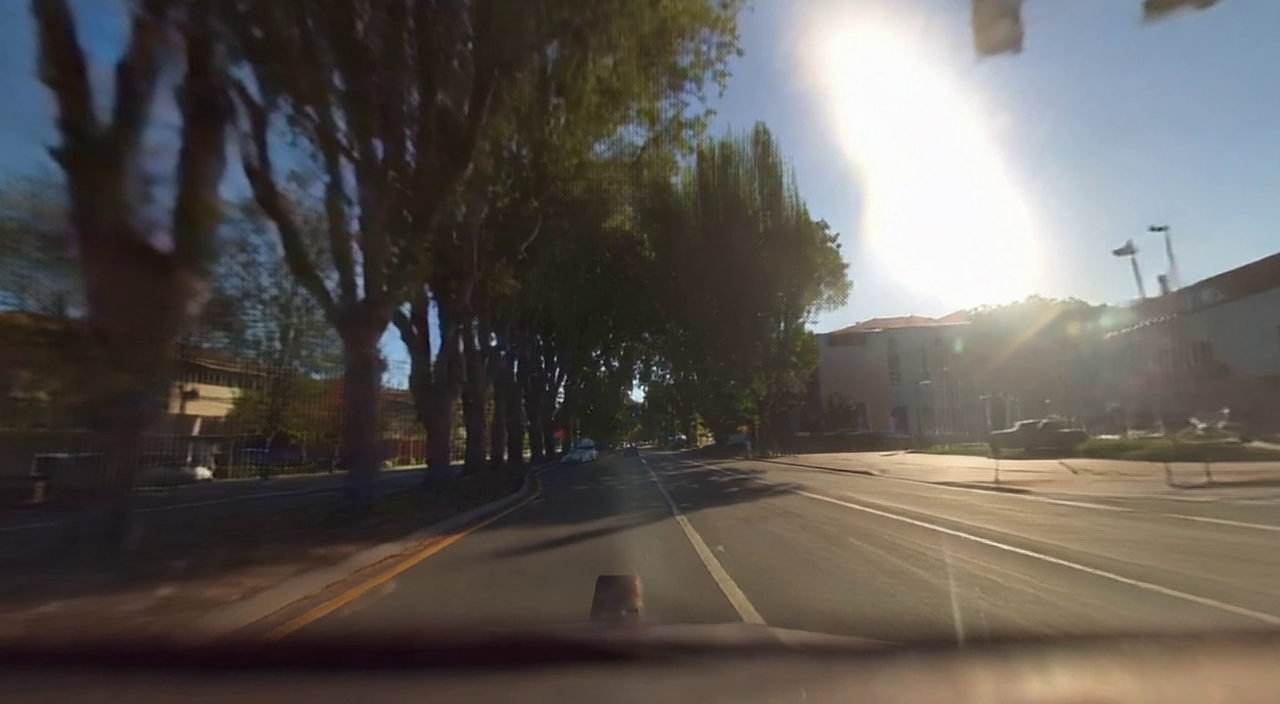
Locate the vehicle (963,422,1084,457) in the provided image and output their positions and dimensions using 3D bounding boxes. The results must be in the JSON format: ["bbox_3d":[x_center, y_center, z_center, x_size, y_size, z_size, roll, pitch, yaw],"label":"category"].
[{"bbox_3d":[18.932,4.344,31.336,4.688,1.658,1.950,0,-9,-1],"label":"vehicle"}]

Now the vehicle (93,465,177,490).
[{"bbox_3d":[-31.549,7.833,39.514,3.684,1.388,1.808,0,-9,0],"label":"vehicle"}]

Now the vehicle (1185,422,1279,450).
[{"bbox_3d":[32.324,4.568,34.180,1.716,1.424,4.210,0,-9,-3],"label":"vehicle"}]
